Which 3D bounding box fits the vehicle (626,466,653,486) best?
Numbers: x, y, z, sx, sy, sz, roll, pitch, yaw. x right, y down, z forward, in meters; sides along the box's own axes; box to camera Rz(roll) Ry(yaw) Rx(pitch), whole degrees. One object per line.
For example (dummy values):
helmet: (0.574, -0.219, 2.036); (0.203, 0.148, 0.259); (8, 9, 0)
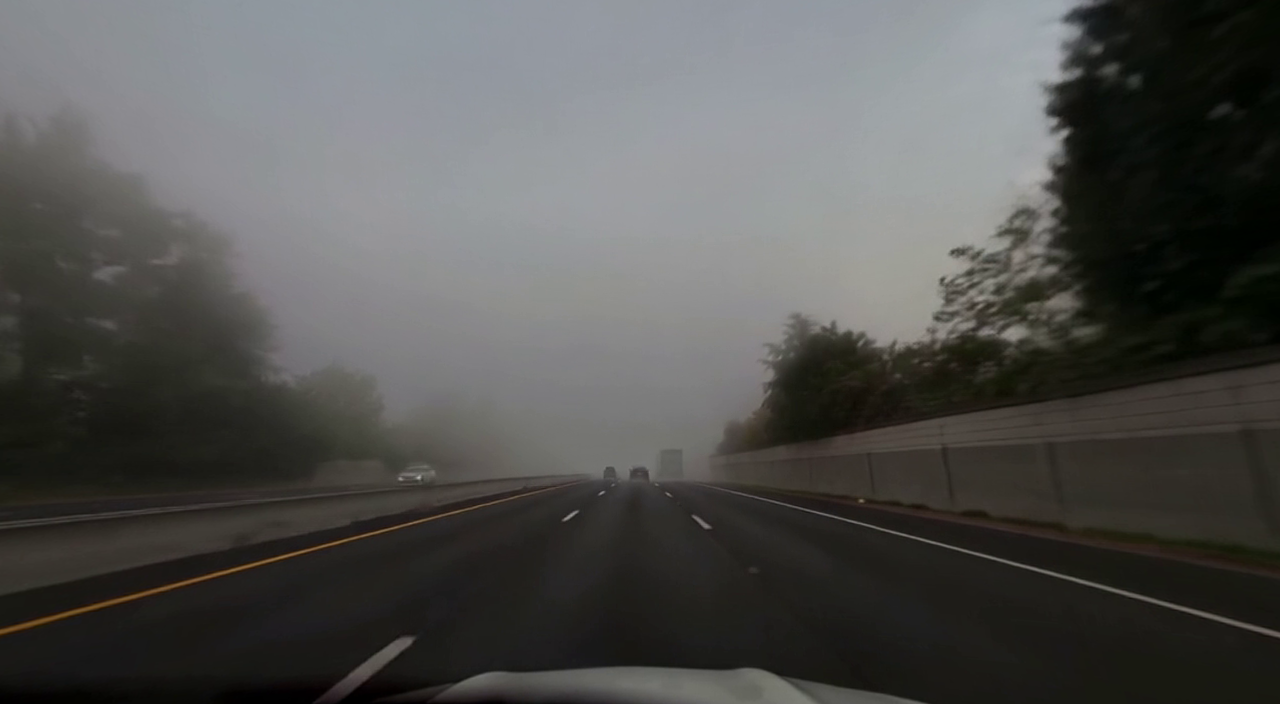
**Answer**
vehicle: (-0.083, 9.739, 49.503); (2.015, 1.478, 3.920); (1, -10, -1)
